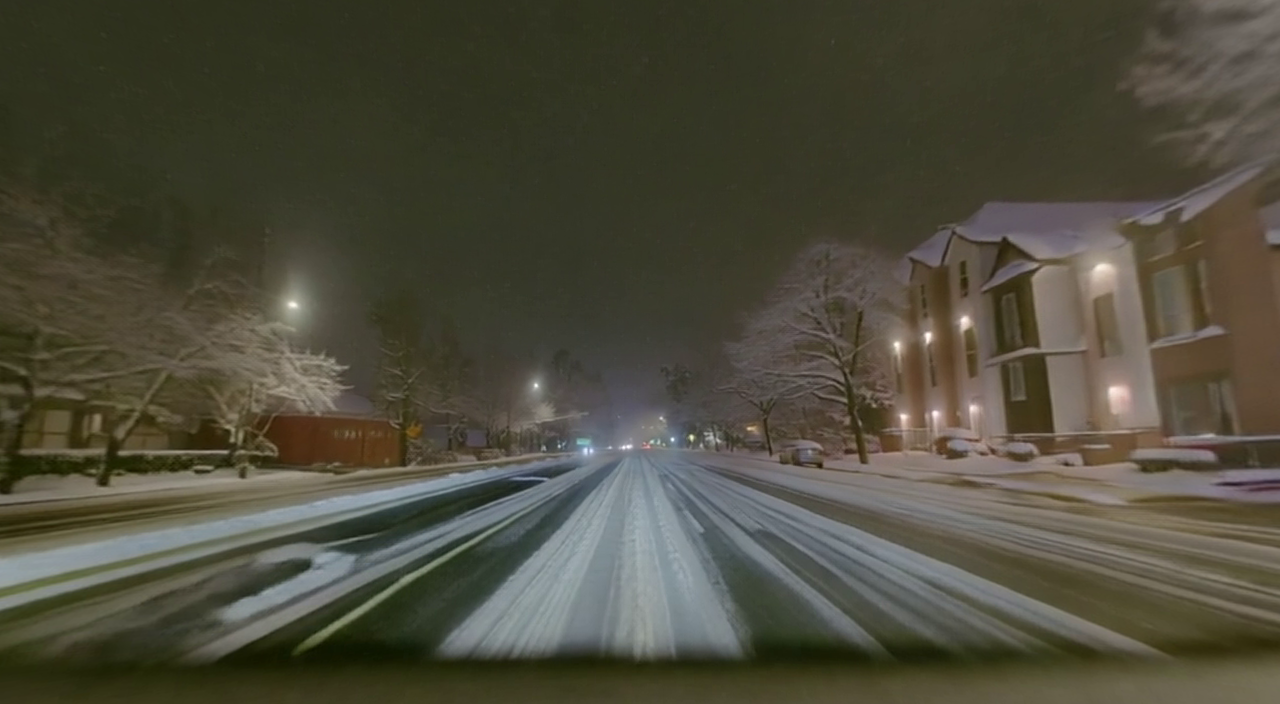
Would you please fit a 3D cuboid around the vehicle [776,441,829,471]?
[{"bbox_3d":[9.813,6.296,38.533,2.044,1.705,4.668,0,-9,1],"label":"vehicle"}]
